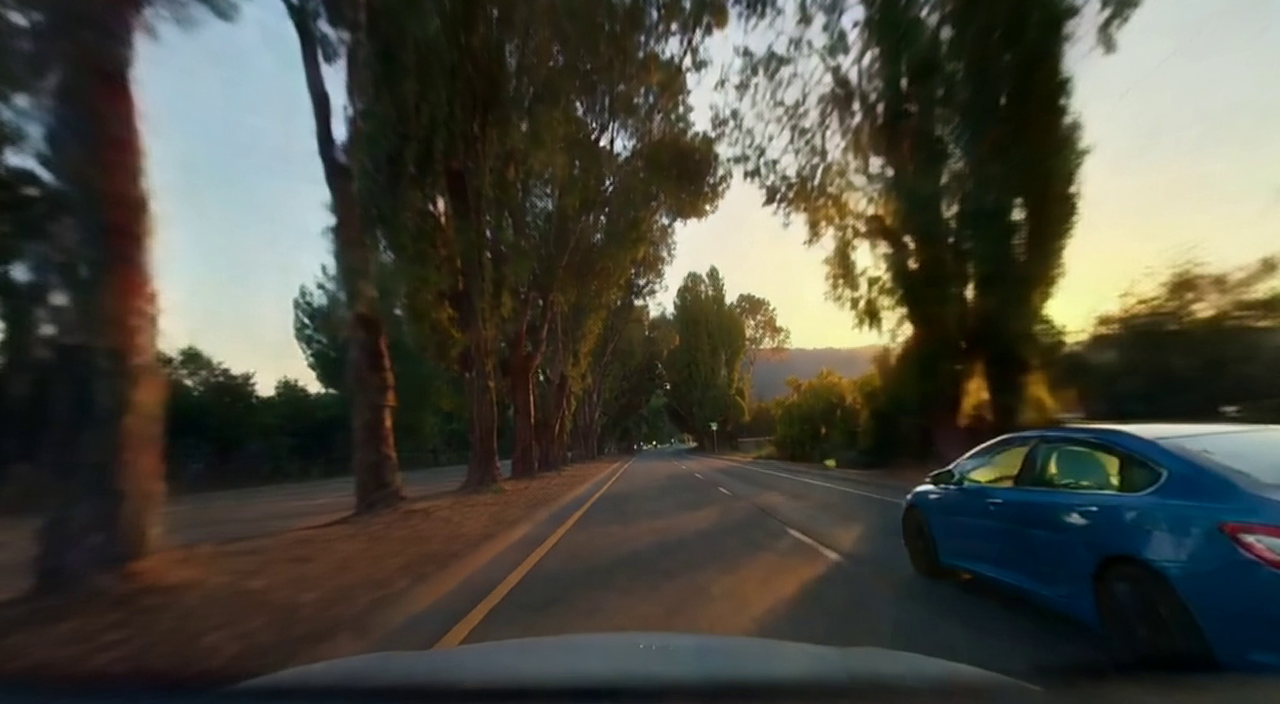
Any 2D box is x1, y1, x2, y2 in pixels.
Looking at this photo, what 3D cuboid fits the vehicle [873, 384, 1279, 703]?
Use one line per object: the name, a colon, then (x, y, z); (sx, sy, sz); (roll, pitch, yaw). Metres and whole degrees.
vehicle: (3.568, 1.160, 4.364); (2.061, 1.503, 4.823); (0, -8, 0)
